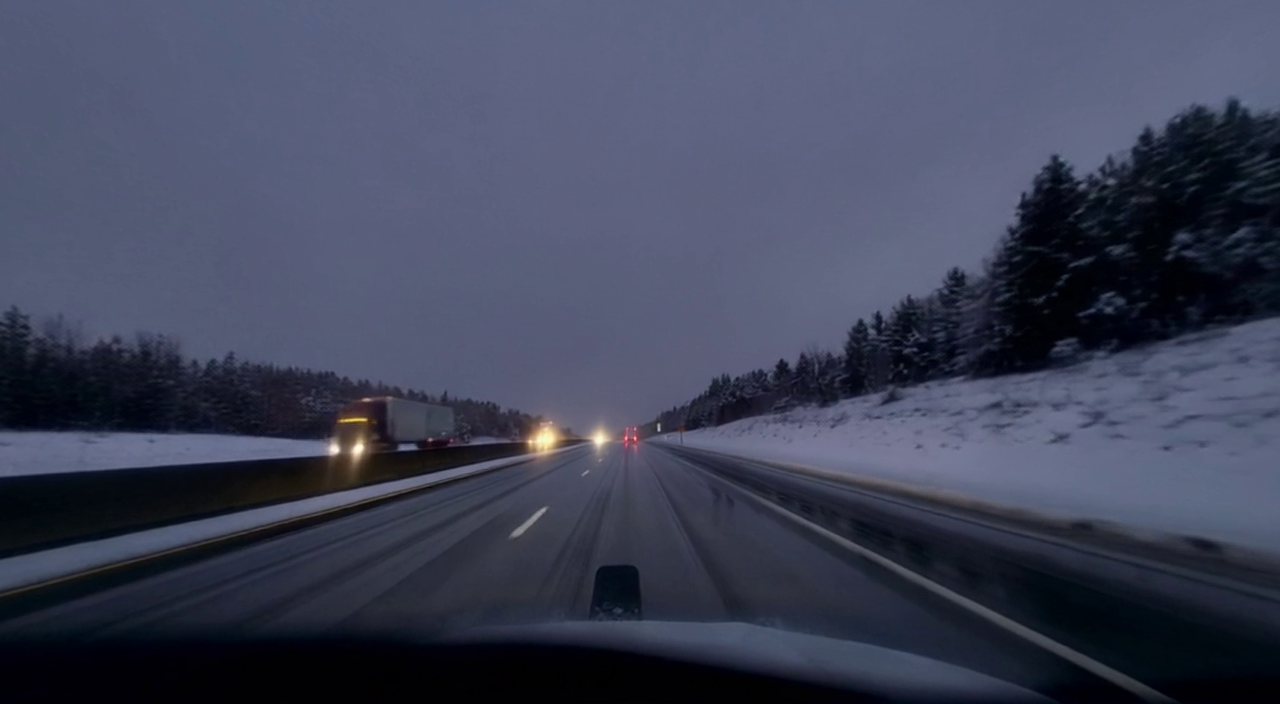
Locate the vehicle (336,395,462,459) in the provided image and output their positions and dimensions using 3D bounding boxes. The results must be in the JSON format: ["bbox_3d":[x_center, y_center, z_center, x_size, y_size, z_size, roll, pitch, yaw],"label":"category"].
[{"bbox_3d":[-17.426,5.799,47.706,3.459,3.900,16.947,-1,-8,-2],"label":"vehicle"}]
